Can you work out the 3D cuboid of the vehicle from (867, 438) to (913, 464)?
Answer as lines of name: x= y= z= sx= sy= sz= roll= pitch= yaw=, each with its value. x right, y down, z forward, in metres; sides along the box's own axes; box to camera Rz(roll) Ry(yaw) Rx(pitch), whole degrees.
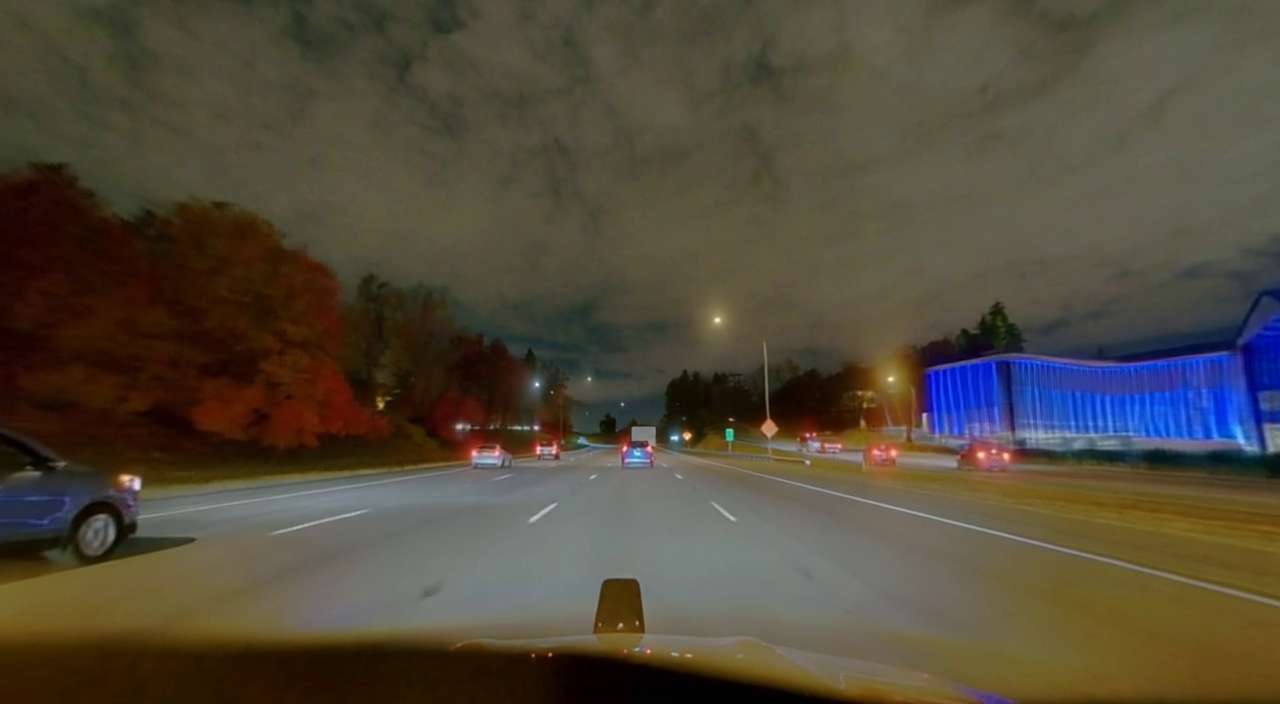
vehicle: x=18.973 y=7.516 z=48.029 sx=2.242 sy=1.835 sz=4.667 roll=-1 pitch=-9 yaw=8

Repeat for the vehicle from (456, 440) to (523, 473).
vehicle: x=-7.323 y=5.130 z=31.105 sx=2.074 sy=1.495 sz=4.643 roll=0 pitch=-9 yaw=1

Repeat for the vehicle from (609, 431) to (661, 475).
vehicle: x=-0.220 y=4.742 z=29.765 sx=2.245 sy=1.863 sz=4.801 roll=0 pitch=-9 yaw=0

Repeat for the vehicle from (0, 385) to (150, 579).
vehicle: x=-7.172 y=1.119 z=5.228 sx=2.146 sy=1.834 sz=4.999 roll=0 pitch=-9 yaw=0

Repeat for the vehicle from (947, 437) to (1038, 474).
vehicle: x=17.328 y=5.099 z=31.291 sx=2.019 sy=1.657 sz=4.582 roll=0 pitch=-9 yaw=3
